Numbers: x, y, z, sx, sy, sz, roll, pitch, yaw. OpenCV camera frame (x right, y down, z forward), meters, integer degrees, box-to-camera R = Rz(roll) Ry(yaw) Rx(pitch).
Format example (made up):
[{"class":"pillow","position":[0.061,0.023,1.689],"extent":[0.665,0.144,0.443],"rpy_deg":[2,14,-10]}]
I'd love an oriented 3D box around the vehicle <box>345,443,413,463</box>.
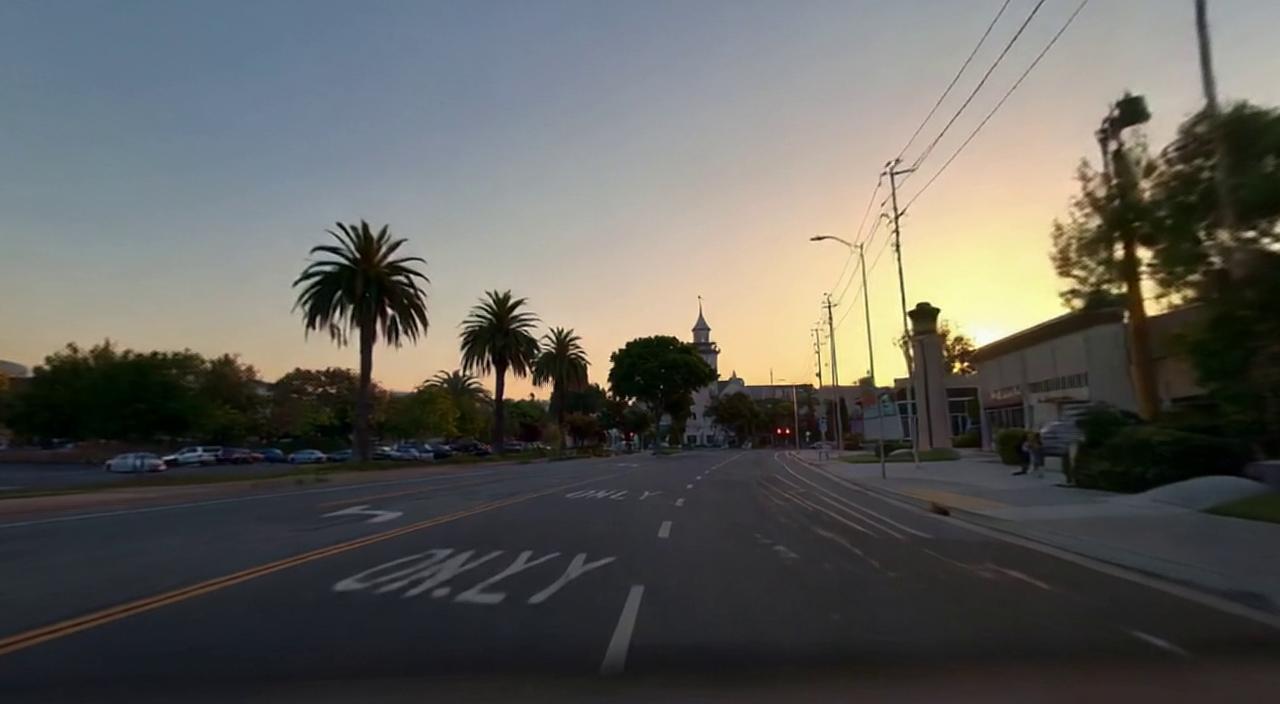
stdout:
[{"class":"vehicle","position":[-20.449,7.927,49.288],"extent":[4.440,1.541,1.851],"rpy_deg":[-1,-9,4]}]

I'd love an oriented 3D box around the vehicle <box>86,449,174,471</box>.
[{"class":"vehicle","position":[-35.183,7.436,43.359],"extent":[4.525,1.492,1.950],"rpy_deg":[-1,-9,7]}]
